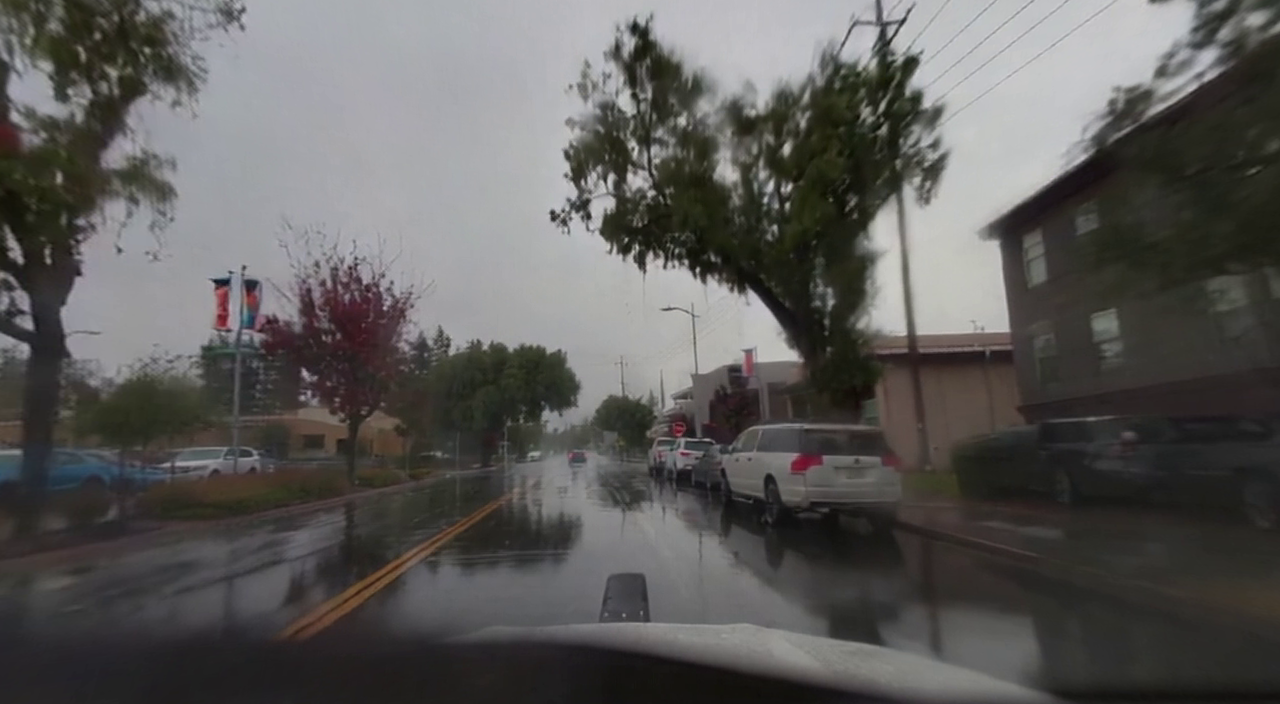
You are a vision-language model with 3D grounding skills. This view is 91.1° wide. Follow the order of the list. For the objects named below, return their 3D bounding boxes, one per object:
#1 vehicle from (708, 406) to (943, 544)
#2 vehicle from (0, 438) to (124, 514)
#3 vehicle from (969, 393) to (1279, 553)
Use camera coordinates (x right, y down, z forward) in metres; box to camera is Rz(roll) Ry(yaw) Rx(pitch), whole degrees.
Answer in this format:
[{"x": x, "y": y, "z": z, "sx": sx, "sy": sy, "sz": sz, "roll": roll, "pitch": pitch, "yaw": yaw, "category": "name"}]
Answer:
[{"x": 3.047, "y": 2.226, "z": 12.171, "sx": 2.292, "sy": 1.974, "sz": 5.853, "roll": 1, "pitch": -8, "yaw": -5, "category": "vehicle"}, {"x": -18.082, "y": 3.291, "z": 16.933, "sx": 5.985, "sy": 1.901, "sz": 2.234, "roll": 1, "pitch": -8, "yaw": -7, "category": "vehicle"}, {"x": 8.437, "y": 1.738, "z": 10.319, "sx": 2.282, "sy": 1.893, "sz": 6.027, "roll": -1, "pitch": -7, "yaw": -6, "category": "vehicle"}]
